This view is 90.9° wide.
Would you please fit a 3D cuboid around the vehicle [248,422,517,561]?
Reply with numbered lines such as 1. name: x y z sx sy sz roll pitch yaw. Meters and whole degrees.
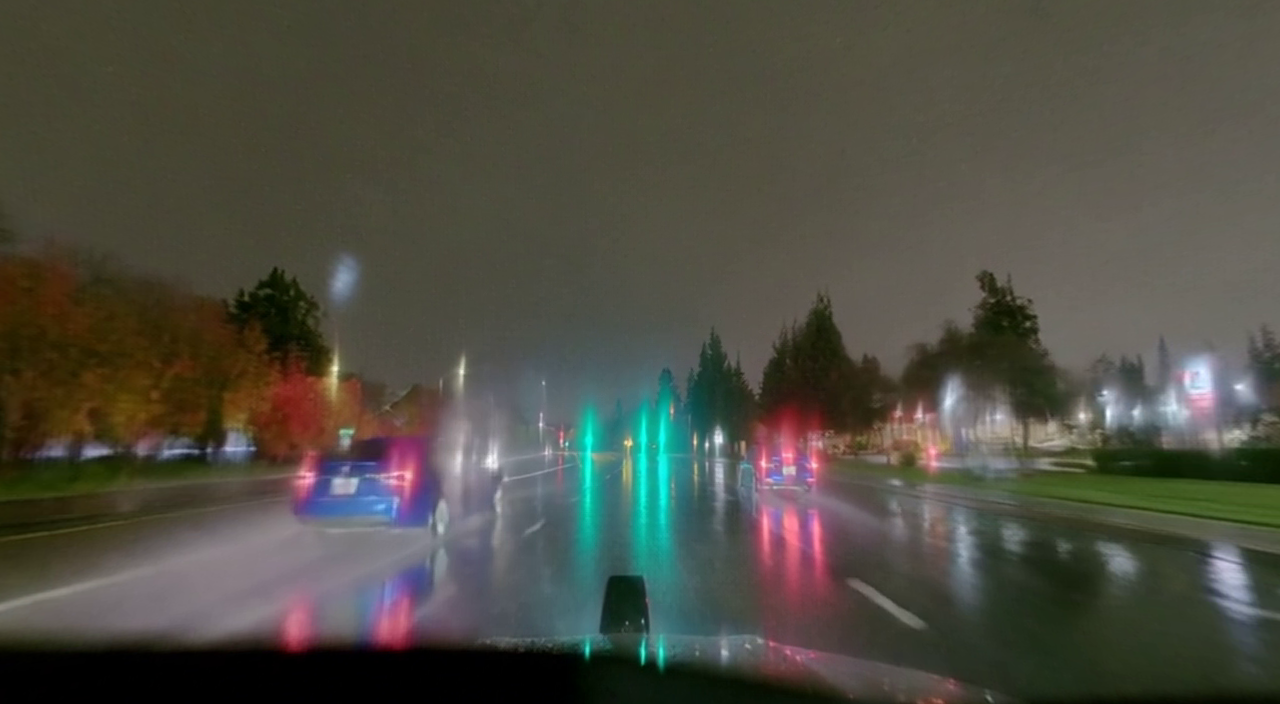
1. vehicle: -3.256 1.852 9.099 2.001 1.504 4.212 0 -8 2

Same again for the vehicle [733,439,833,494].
1. vehicle: 4.215 3.433 19.323 1.977 1.474 4.399 0 -8 -1
